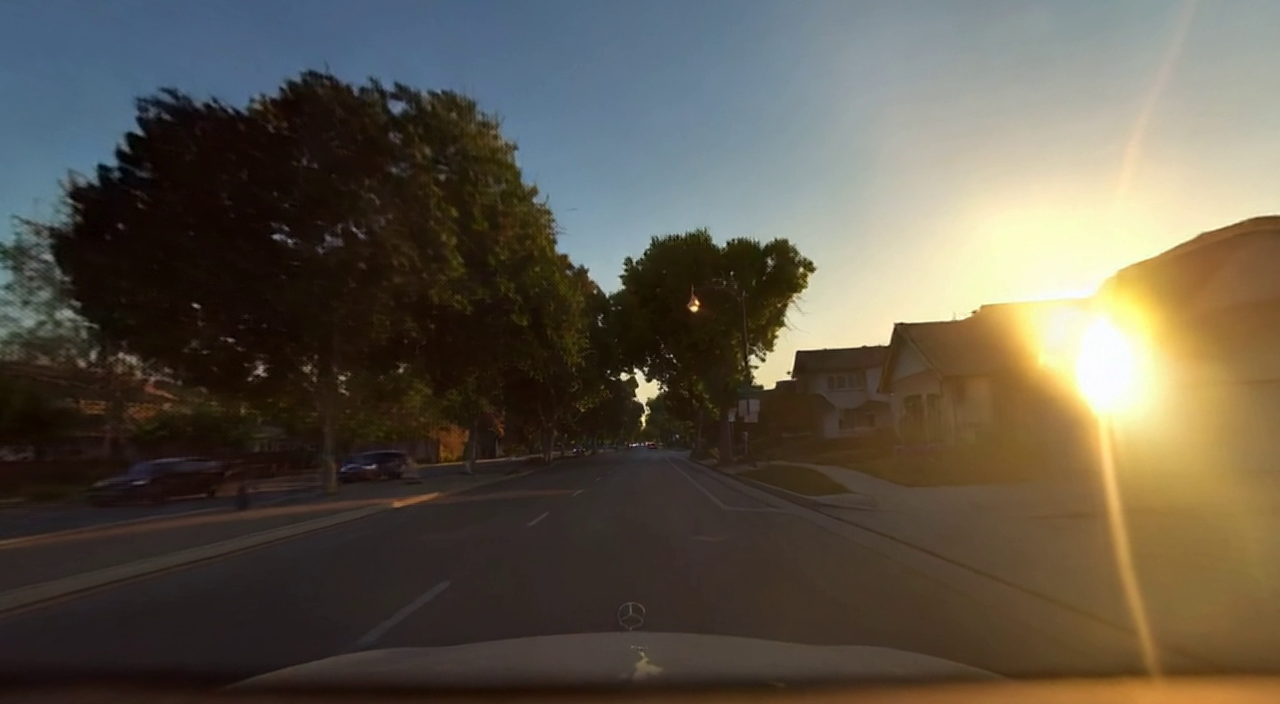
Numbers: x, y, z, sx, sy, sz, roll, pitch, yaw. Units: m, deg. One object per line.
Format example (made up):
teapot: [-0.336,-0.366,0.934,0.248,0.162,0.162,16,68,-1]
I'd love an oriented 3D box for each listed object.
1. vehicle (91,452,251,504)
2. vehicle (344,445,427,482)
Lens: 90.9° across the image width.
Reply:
vehicle: [-15.236,4.069,20.866,1.942,1.481,4.412,0,-8,-1]
vehicle: [-12.242,5.352,30.702,2.193,1.628,4.560,0,-8,-1]
